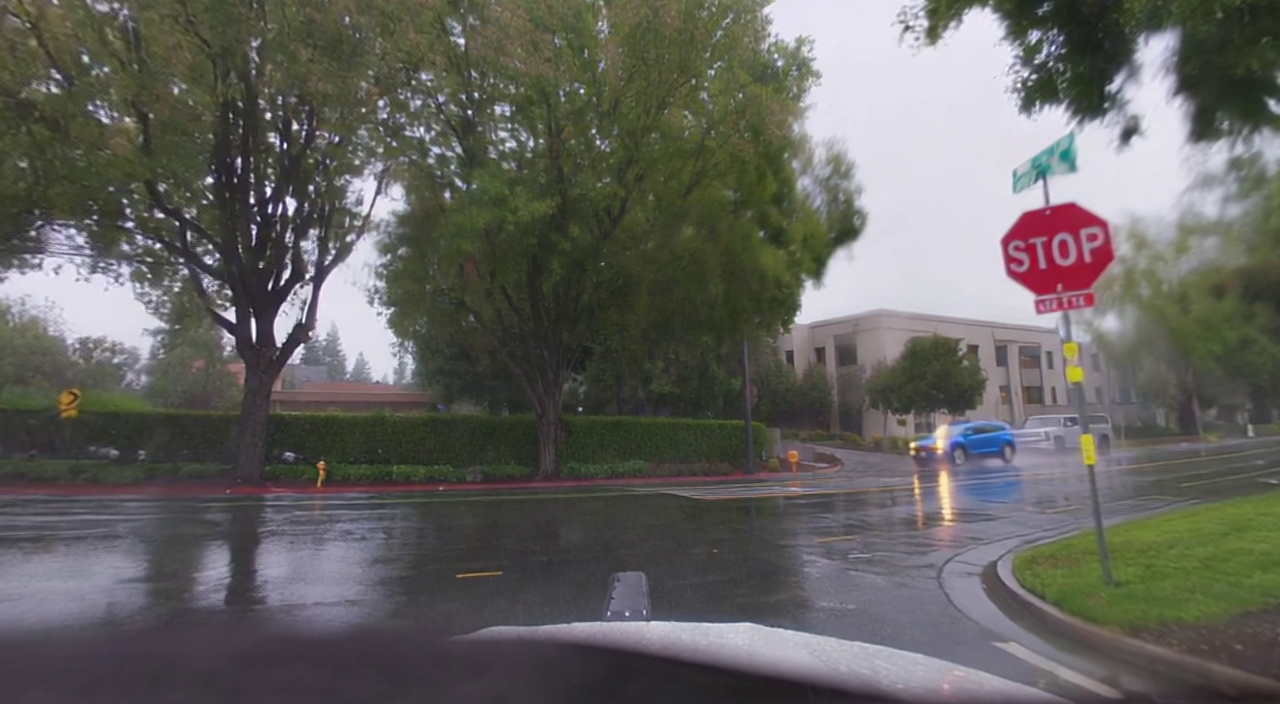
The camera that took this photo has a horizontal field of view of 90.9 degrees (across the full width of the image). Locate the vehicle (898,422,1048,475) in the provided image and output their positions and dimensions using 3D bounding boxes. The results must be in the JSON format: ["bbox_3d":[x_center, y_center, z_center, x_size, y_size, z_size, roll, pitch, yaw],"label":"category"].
[{"bbox_3d":[10.462,3.012,19.742,4.473,1.474,2.108,5,-10,-32],"label":"vehicle"}]
